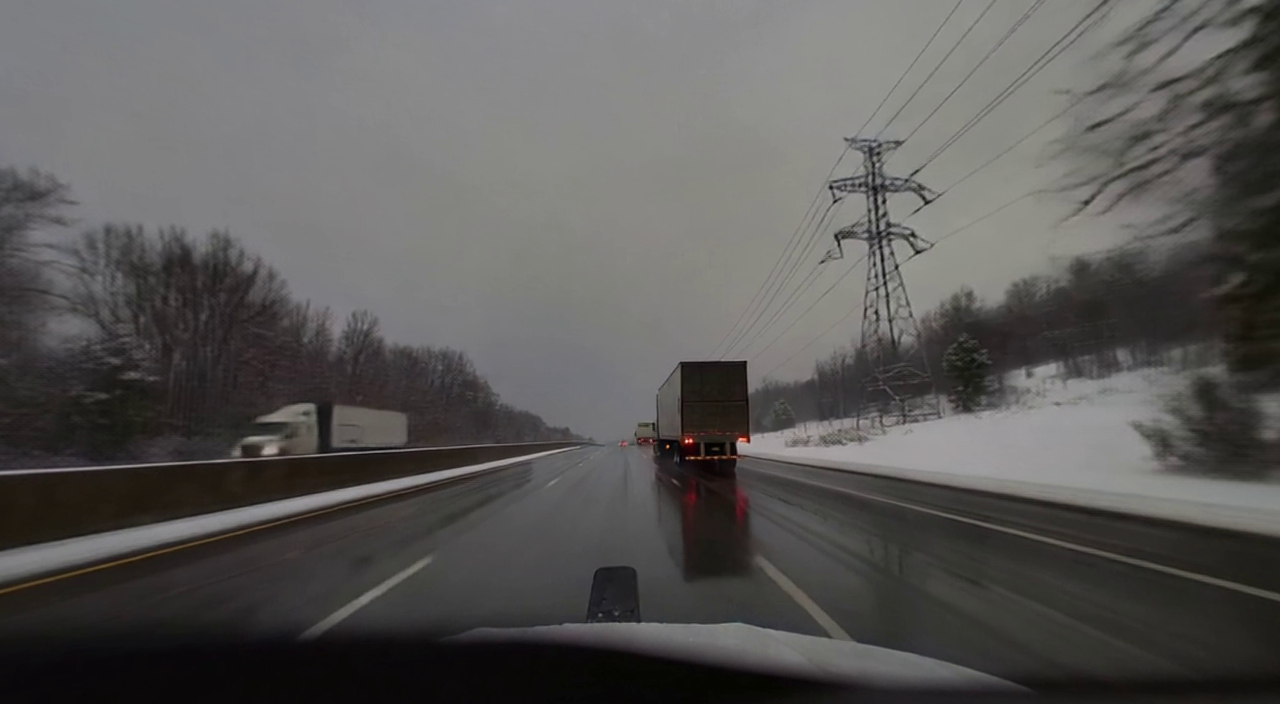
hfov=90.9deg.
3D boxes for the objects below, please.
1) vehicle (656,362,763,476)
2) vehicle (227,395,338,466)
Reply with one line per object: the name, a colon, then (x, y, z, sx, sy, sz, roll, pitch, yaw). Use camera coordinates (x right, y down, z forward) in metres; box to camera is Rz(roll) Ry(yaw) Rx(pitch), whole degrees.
vehicle: (2.680, 3.344, 29.780, 2.905, 4.080, 14.157, 0, -8, -2)
vehicle: (-20.727, 4.664, 37.058, 2.819, 3.648, 6.453, -3, -8, -1)
